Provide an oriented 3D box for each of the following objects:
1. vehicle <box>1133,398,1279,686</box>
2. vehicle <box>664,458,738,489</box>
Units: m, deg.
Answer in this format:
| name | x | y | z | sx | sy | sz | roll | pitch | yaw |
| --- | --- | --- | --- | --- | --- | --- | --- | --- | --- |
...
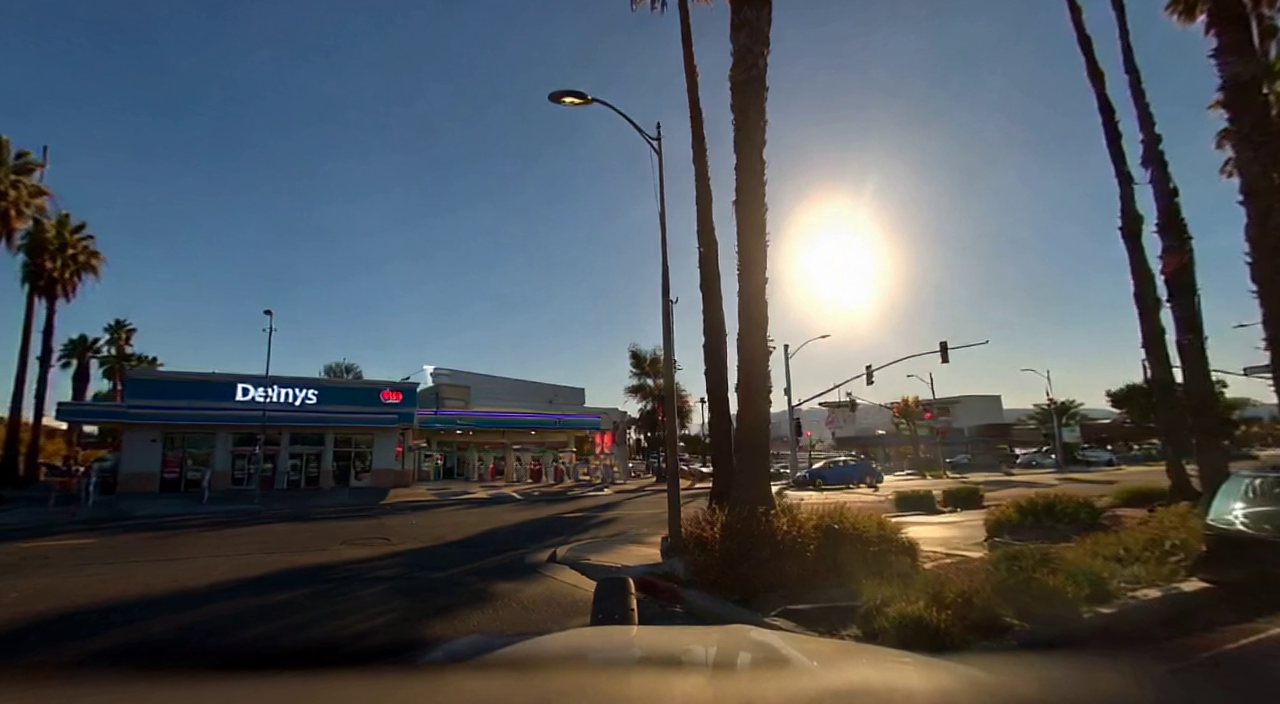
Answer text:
| name | x | y | z | sx | sy | sz | roll | pitch | yaw |
| --- | --- | --- | --- | --- | --- | --- | --- | --- | --- |
| vehicle | 5.182 | 0.813 | 2.252 | 2.109 | 1.490 | 4.831 | 4 | -10 | -28 |
| vehicle | 4.414 | 8.713 | 45.493 | 4.880 | 1.754 | 2.202 | 3 | -6 | -30 |
